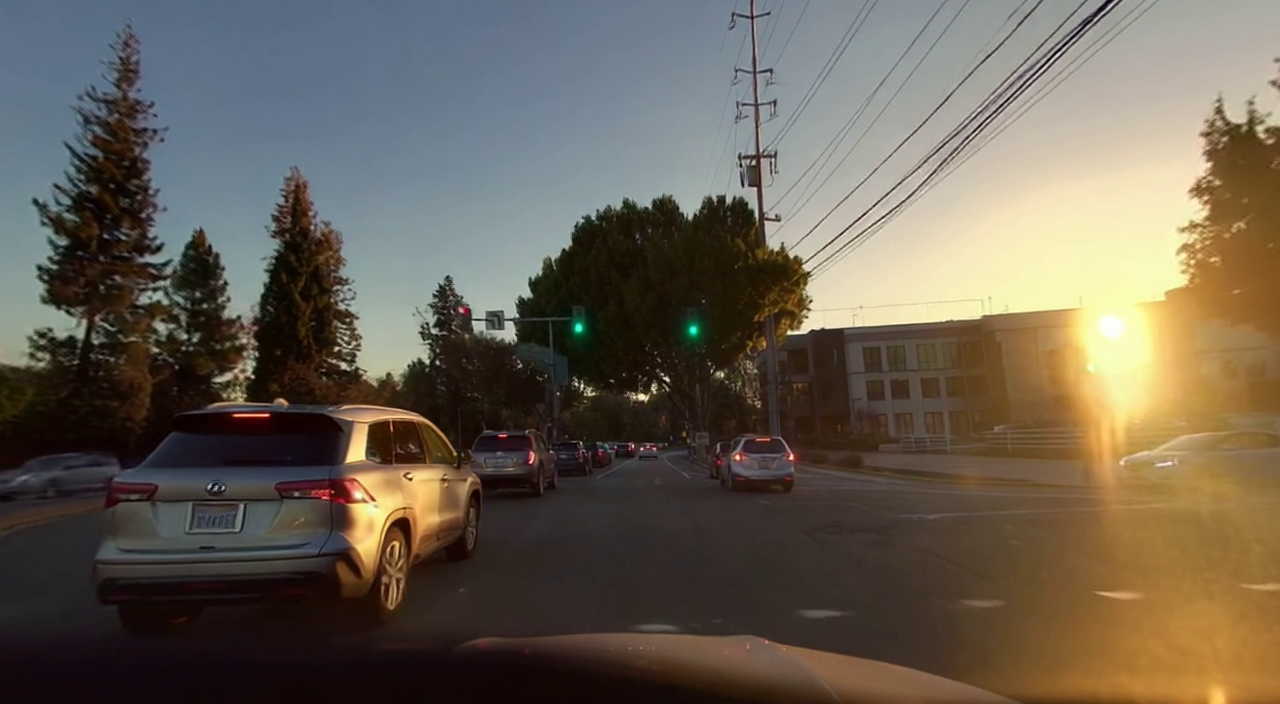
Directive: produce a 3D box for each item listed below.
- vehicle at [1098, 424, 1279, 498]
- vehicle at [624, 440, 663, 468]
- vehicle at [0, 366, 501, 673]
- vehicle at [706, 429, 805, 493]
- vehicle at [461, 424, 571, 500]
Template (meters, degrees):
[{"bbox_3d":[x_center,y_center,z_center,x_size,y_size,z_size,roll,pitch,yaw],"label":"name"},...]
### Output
[{"bbox_3d":[13.650,2.533,14.789,4.119,1.574,2.028,-2,-9,14],"label":"vehicle"},{"bbox_3d":[0.207,5.914,36.625,2.185,1.515,4.215,0,-8,0],"label":"vehicle"},{"bbox_3d":[-2.916,1.274,5.848,2.127,1.754,4.287,0,-8,2],"label":"vehicle"},{"bbox_3d":[3.443,3.365,19.809,2.201,1.734,4.564,0,-8,-1],"label":"vehicle"},{"bbox_3d":[-3.121,2.874,16.850,1.958,1.744,4.315,0,-8,1],"label":"vehicle"}]
